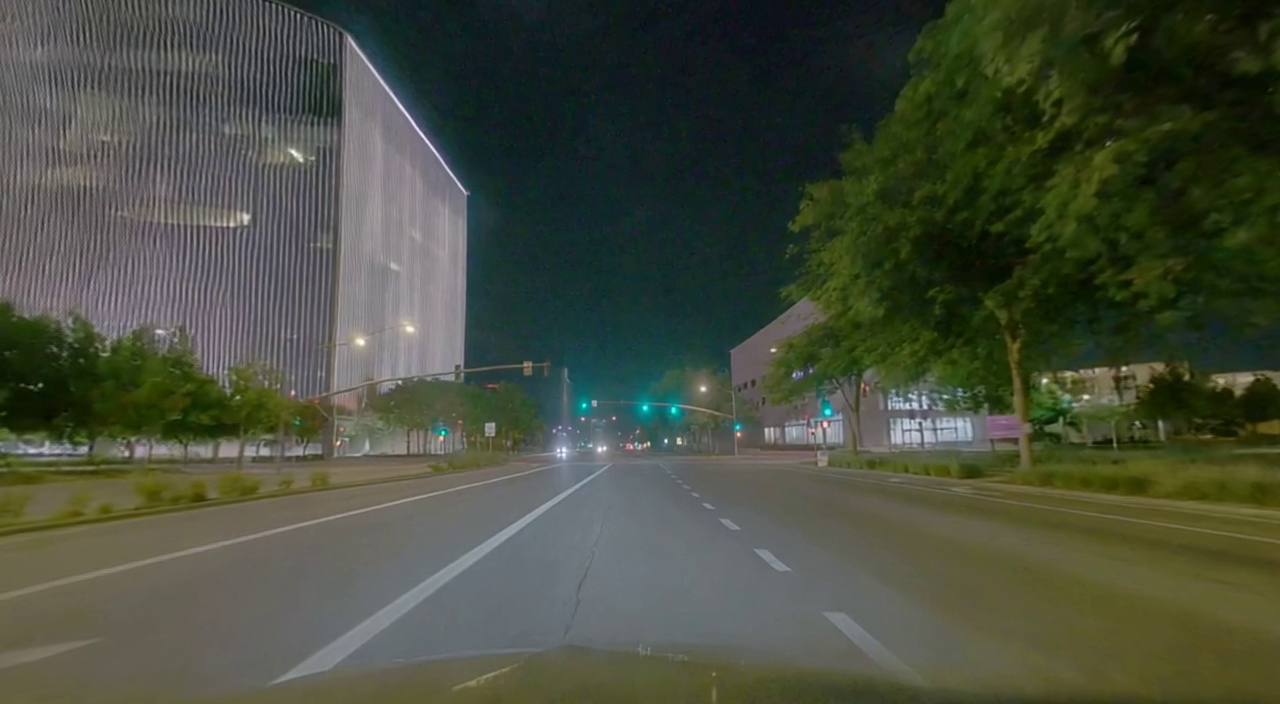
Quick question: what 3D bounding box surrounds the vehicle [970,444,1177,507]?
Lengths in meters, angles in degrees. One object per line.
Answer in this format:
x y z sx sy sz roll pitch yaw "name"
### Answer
11.007 3.132 16.614 1.834 1.388 4.794 0 -8 -4 "vehicle"
